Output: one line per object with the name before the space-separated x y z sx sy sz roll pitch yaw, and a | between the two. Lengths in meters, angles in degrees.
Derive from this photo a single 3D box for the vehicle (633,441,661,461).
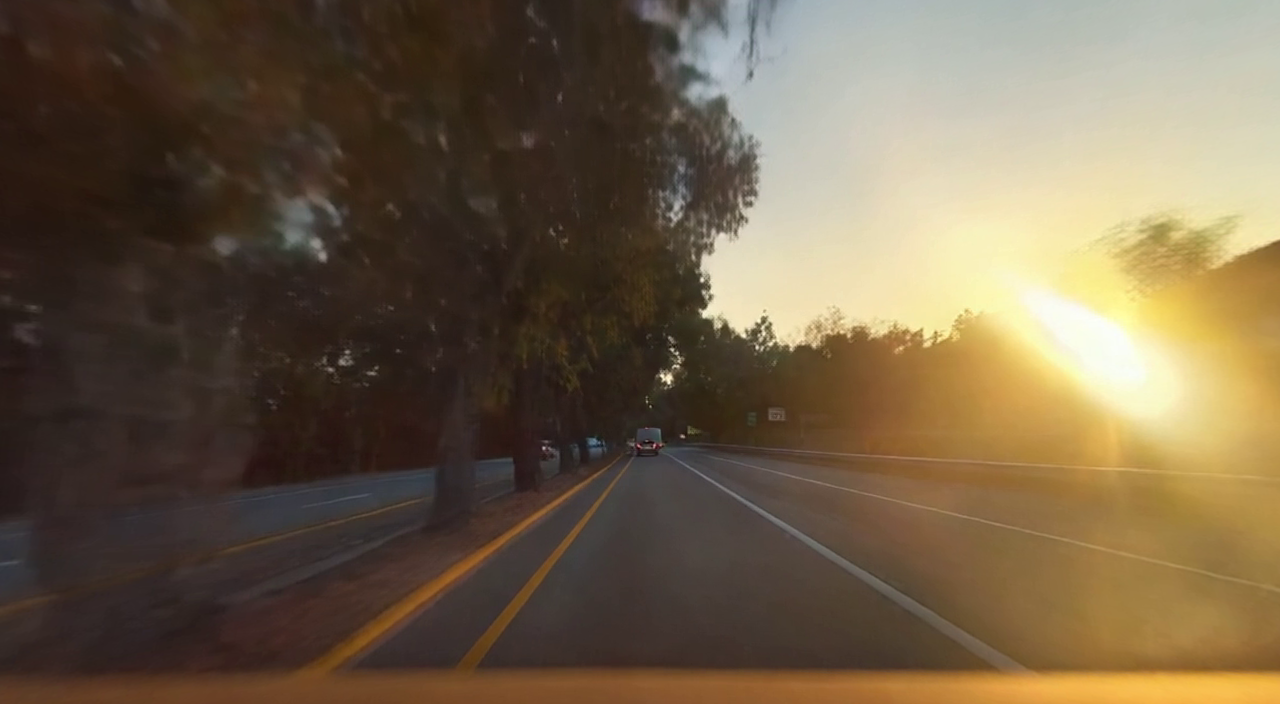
vehicle | 0.494 7.599 48.556 2.061 1.469 3.782 0 -8 0

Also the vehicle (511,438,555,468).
vehicle | -6.973 6.620 41.459 2.068 1.897 4.372 0 -8 2
